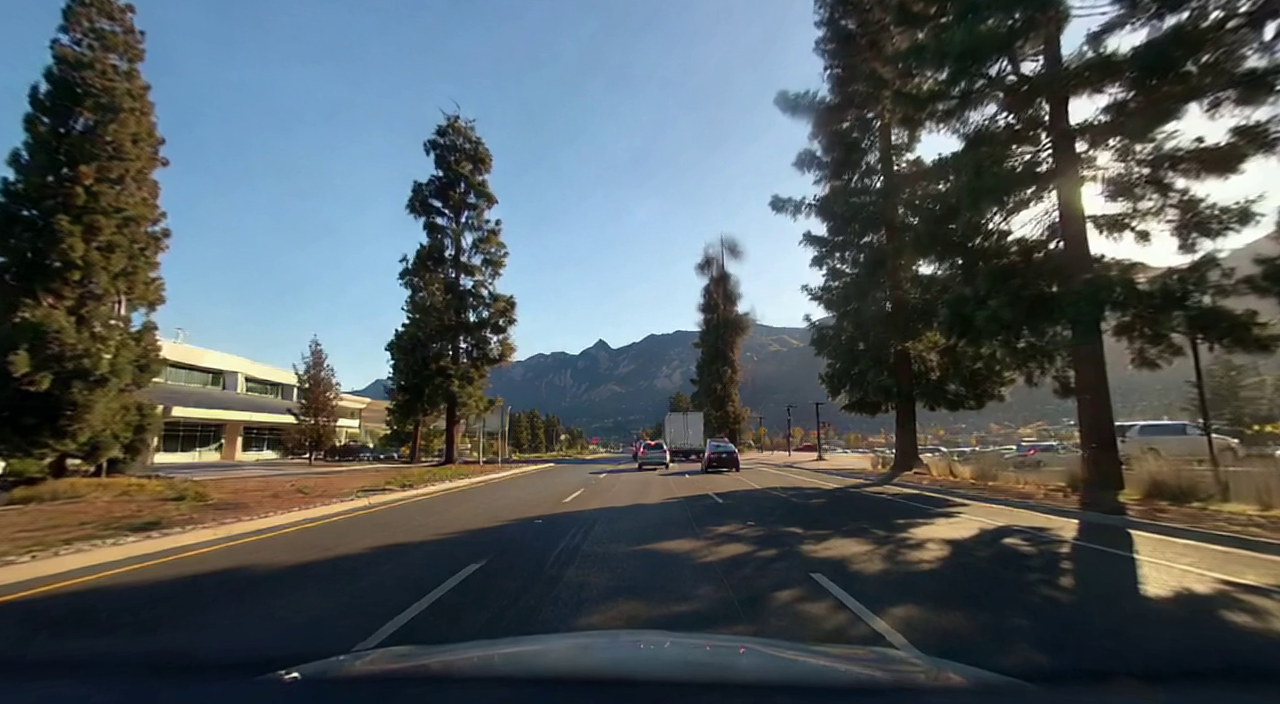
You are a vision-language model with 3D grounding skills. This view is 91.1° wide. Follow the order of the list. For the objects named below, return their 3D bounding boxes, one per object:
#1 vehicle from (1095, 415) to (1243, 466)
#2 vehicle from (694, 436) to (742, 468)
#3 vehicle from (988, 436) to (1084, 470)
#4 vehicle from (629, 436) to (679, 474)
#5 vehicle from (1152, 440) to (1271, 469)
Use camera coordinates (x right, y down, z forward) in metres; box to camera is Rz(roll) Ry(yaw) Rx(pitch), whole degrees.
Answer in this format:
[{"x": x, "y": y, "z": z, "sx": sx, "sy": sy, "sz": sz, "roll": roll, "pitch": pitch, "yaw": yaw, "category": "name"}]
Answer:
[{"x": 29.286, "y": 4.917, "z": 34.929, "sx": 5.896, "sy": 2.709, "sz": 2.318, "roll": 0, "pitch": -8, "yaw": 1, "category": "vehicle"}, {"x": 4.269, "y": 5.554, "z": 34.984, "sx": 2.088, "sy": 1.655, "sz": 4.360, "roll": 0, "pitch": -8, "yaw": 0, "category": "vehicle"}, {"x": 20.010, "y": 5.119, "z": 31.974, "sx": 2.068, "sy": 1.627, "sz": 4.269, "roll": 0, "pitch": -8, "yaw": 0, "category": "vehicle"}, {"x": 0.595, "y": 4.794, "z": 29.546, "sx": 2.193, "sy": 1.651, "sz": 3.946, "roll": 0, "pitch": -8, "yaw": 0, "category": "vehicle"}, {"x": 29.020, "y": 5.203, "z": 31.976, "sx": 4.127, "sy": 1.422, "sz": 1.937, "roll": 0, "pitch": -8, "yaw": -1, "category": "vehicle"}]
